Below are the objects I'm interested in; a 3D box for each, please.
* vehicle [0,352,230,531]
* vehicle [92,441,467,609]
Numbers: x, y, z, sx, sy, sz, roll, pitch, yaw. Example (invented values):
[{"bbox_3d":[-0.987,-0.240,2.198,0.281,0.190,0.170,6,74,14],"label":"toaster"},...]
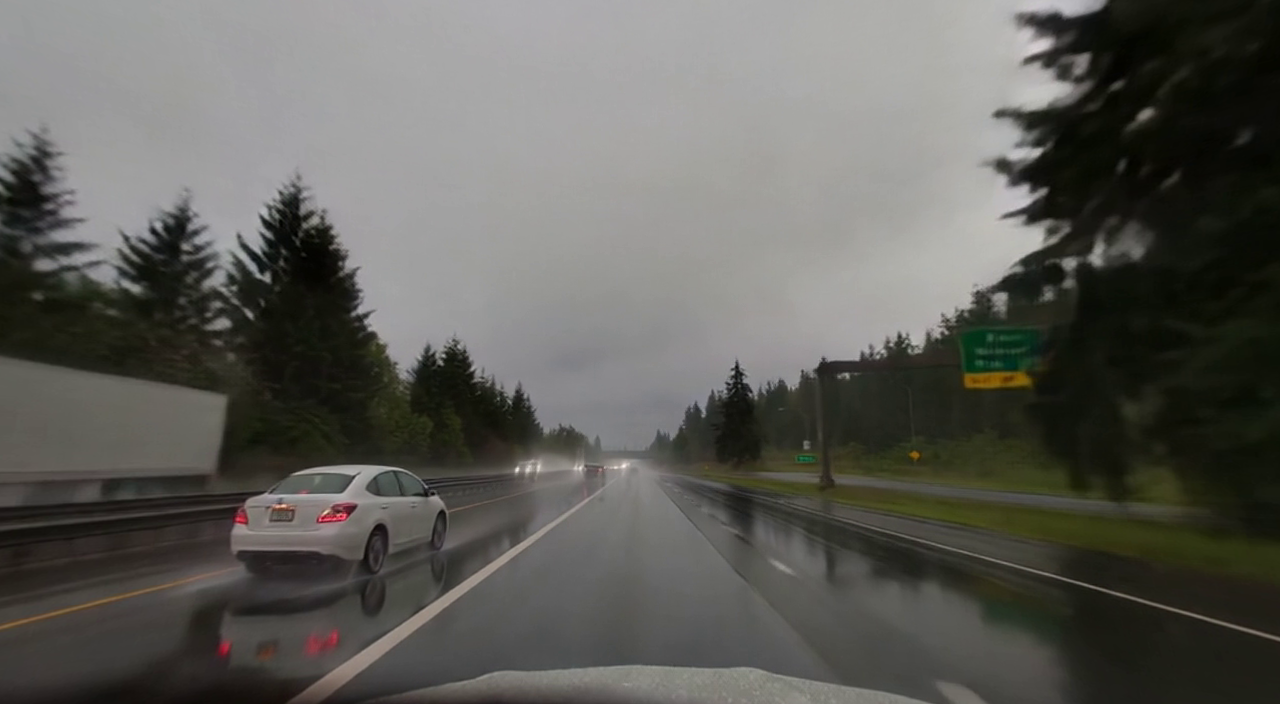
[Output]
[{"bbox_3d":[-16.244,2.171,15.153,3.270,4.015,14.199,1,-11,0],"label":"vehicle"},{"bbox_3d":[-3.814,1.956,7.875,1.998,1.427,4.462,1,-11,0],"label":"vehicle"}]
